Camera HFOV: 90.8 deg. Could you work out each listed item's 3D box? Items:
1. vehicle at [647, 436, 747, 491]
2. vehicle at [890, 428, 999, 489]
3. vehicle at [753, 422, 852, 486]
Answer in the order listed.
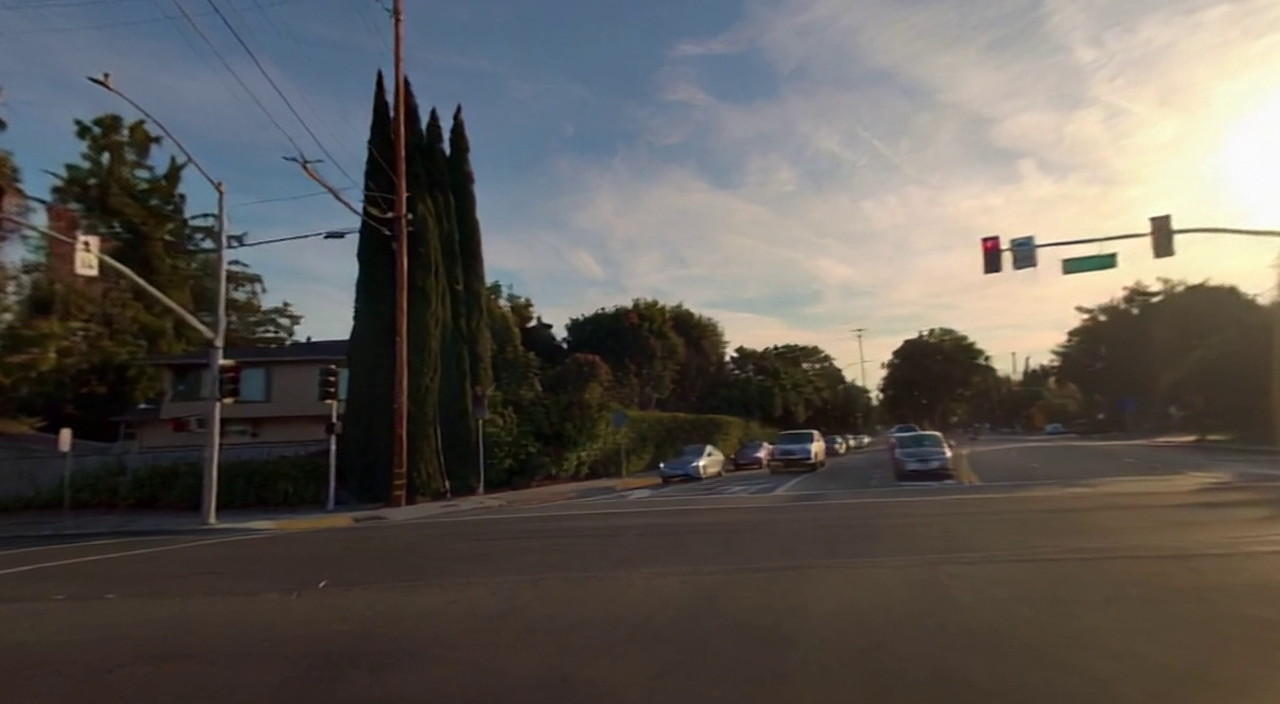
[{"bbox_3d":[2.226,4.076,23.475,2.241,1.819,4.690,-4,-9,24],"label":"vehicle"},{"bbox_3d":[8.479,2.998,18.069,2.174,1.477,4.805,-4,-9,19],"label":"vehicle"},{"bbox_3d":[5.968,3.615,22.645,2.479,1.977,5.254,-4,-9,24],"label":"vehicle"}]
